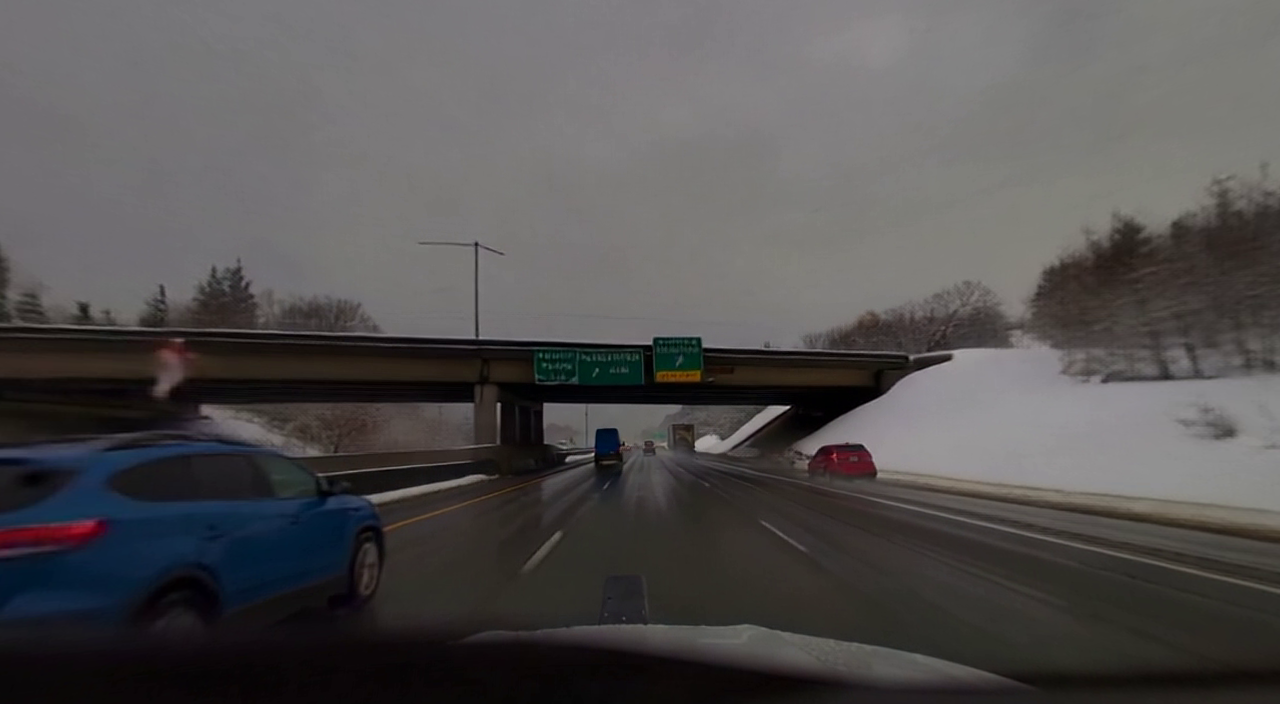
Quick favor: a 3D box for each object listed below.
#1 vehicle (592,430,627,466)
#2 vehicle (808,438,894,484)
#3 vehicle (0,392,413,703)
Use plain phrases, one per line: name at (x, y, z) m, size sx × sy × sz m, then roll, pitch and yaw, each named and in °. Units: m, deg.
vehicle at (-2.316, 7.553, 49.453) m, size 2.451 × 2.627 × 5.868 m, roll 0°, pitch -9°, yaw 0°
vehicle at (8.337, 4.359, 25.317) m, size 1.936 × 1.664 × 4.198 m, roll 0°, pitch -9°, yaw -1°
vehicle at (-3.148, 1.083, 3.427) m, size 2.029 × 1.472 × 4.721 m, roll 0°, pitch -9°, yaw 1°
